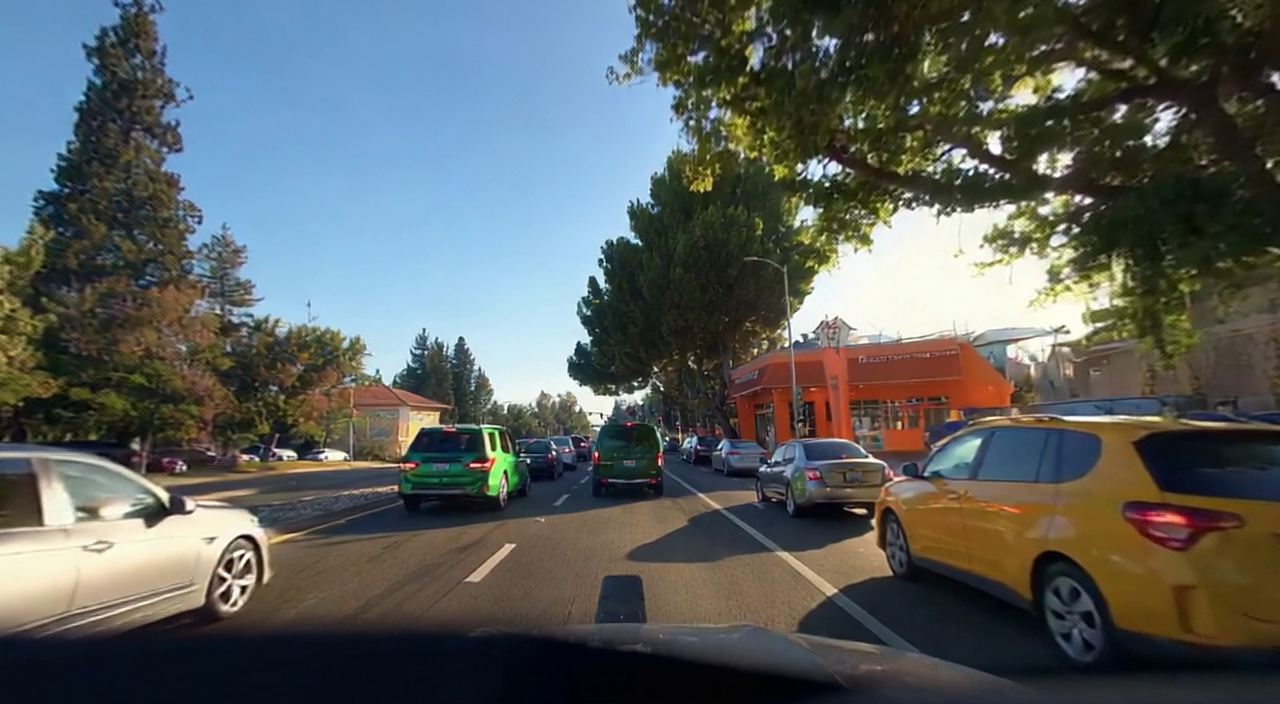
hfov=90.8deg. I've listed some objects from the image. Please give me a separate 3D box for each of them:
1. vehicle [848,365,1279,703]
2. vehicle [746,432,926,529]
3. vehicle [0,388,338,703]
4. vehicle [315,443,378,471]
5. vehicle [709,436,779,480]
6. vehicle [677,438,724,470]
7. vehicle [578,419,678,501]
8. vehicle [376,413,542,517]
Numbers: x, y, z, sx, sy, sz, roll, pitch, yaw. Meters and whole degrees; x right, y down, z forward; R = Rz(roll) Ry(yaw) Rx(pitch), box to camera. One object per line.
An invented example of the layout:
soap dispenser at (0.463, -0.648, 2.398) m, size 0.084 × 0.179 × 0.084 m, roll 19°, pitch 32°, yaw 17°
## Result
vehicle at (3.434, 1.209, 5.002) m, size 2.047 × 1.671 × 4.267 m, roll 0°, pitch -9°, yaw -1°
vehicle at (3.383, 2.299, 11.912) m, size 1.900 × 1.477 × 4.352 m, roll 0°, pitch -9°, yaw -1°
vehicle at (-3.703, 1.021, 3.299) m, size 2.051 × 1.522 × 4.509 m, roll 0°, pitch -9°, yaw -1°
vehicle at (-22.908, 8.205, 49.621) m, size 2.315 × 2.027 × 5.720 m, roll 0°, pitch -9°, yaw -2°
vehicle at (3.895, 4.052, 24.327) m, size 1.875 × 1.521 × 4.192 m, roll 0°, pitch -9°, yaw -1°
vehicle at (3.019, 5.168, 32.202) m, size 1.903 × 1.529 × 3.649 m, roll 0°, pitch -9°, yaw -2°
vehicle at (-0.316, 2.744, 16.379) m, size 2.238 × 1.825 × 4.190 m, roll 0°, pitch -9°, yaw -1°
vehicle at (-3.625, 2.382, 13.725) m, size 2.231 × 1.853 × 4.461 m, roll 0°, pitch -9°, yaw 1°
